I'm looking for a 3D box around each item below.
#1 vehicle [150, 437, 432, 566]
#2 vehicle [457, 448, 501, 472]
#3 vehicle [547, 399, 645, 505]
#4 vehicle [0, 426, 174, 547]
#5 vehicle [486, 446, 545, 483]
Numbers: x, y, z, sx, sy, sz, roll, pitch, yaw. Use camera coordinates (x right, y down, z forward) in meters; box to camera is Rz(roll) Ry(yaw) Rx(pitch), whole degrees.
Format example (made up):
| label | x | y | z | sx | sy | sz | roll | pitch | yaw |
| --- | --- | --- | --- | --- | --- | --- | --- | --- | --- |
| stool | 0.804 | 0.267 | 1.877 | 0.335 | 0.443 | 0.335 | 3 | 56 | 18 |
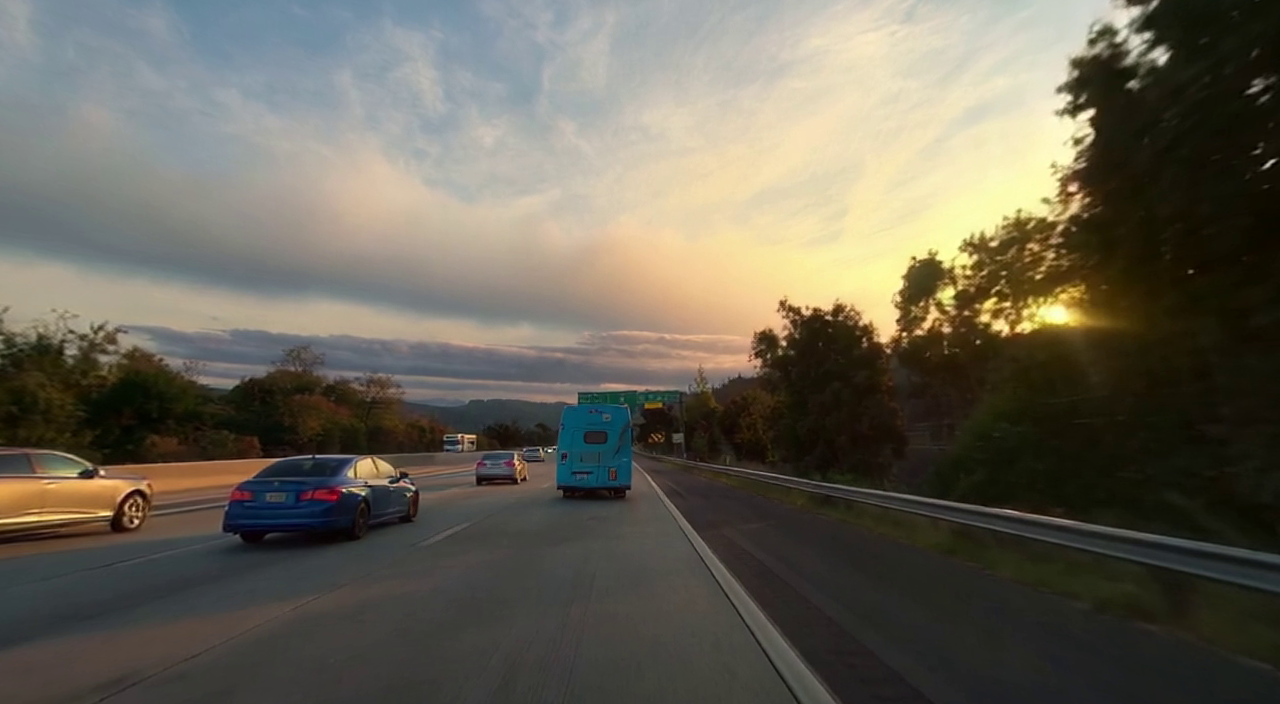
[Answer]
| label | x | y | z | sx | sy | sz | roll | pitch | yaw |
| --- | --- | --- | --- | --- | --- | --- | --- | --- | --- |
| vehicle | -4.657 | 2.018 | 9.255 | 1.876 | 1.438 | 4.072 | 0 | -9 | -1 |
| vehicle | -10.535 | 7.035 | 41.303 | 1.886 | 1.462 | 4.084 | 0 | -9 | -1 |
| vehicle | -1.185 | 2.847 | 18.101 | 2.394 | 2.556 | 5.232 | 0 | -9 | -2 |
| vehicle | -9.710 | 1.988 | 9.540 | 2.010 | 1.621 | 4.252 | 0 | -9 | -1 |
| vehicle | -5.282 | 4.806 | 27.121 | 1.872 | 1.480 | 3.545 | 0 | -9 | -1 |
